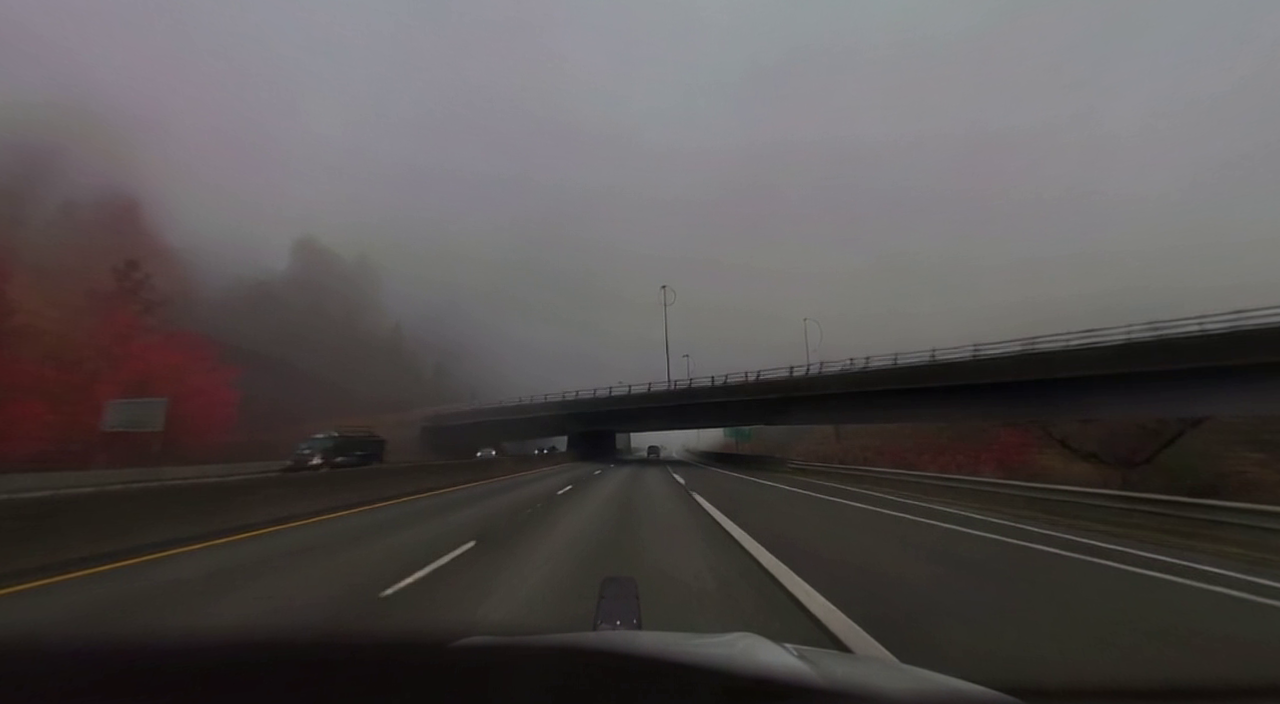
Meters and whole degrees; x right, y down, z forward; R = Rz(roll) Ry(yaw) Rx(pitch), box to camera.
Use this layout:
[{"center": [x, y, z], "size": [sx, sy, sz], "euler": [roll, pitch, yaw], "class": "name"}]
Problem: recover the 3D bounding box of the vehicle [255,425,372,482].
[{"center": [-16.866, 5.312, 33.050], "size": [2.337, 2.633, 6.958], "euler": [0, -9, 1], "class": "vehicle"}]
